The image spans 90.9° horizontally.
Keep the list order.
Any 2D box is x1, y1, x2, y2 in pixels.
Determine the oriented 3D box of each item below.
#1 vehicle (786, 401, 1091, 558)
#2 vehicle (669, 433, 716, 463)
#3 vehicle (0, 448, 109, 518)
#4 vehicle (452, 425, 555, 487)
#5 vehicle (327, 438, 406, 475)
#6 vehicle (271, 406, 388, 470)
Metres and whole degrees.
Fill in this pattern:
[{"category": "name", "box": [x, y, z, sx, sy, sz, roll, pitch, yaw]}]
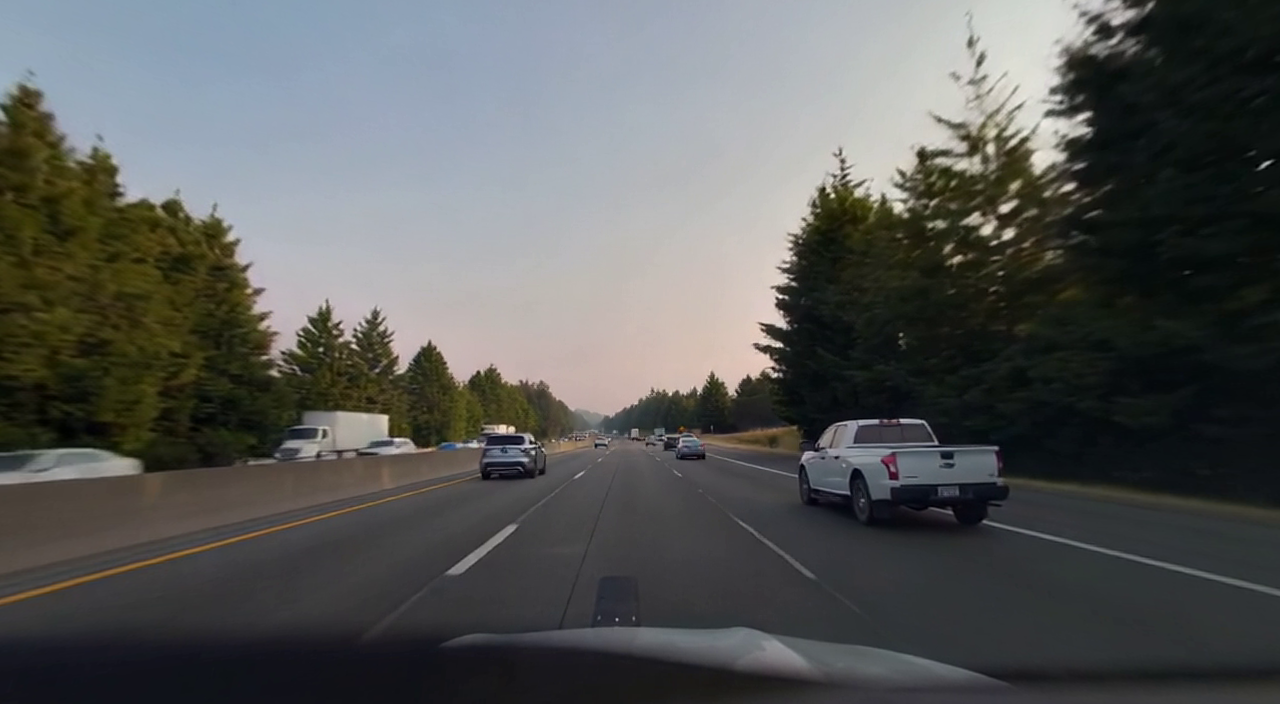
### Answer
[{"category": "vehicle", "box": [3.717, 1.665, 9.081, 1.949, 1.639, 4.748, 0, -8, -2]}, {"category": "vehicle", "box": [2.694, 5.044, 33.353, 1.990, 1.480, 3.865, 0, -8, -2]}, {"category": "vehicle", "box": [-15.310, 3.030, 14.602, 1.928, 1.502, 4.794, 0, -8, -1]}, {"category": "vehicle", "box": [-3.897, 3.039, 18.913, 2.011, 1.614, 4.808, 0, -8, 0]}, {"category": "vehicle", "box": [-11.784, 4.512, 27.446, 1.784, 1.468, 3.783, 0, -8, -1]}, {"category": "vehicle", "box": [-19.684, 5.539, 40.812, 2.897, 3.700, 8.805, 0, -8, 1]}]
